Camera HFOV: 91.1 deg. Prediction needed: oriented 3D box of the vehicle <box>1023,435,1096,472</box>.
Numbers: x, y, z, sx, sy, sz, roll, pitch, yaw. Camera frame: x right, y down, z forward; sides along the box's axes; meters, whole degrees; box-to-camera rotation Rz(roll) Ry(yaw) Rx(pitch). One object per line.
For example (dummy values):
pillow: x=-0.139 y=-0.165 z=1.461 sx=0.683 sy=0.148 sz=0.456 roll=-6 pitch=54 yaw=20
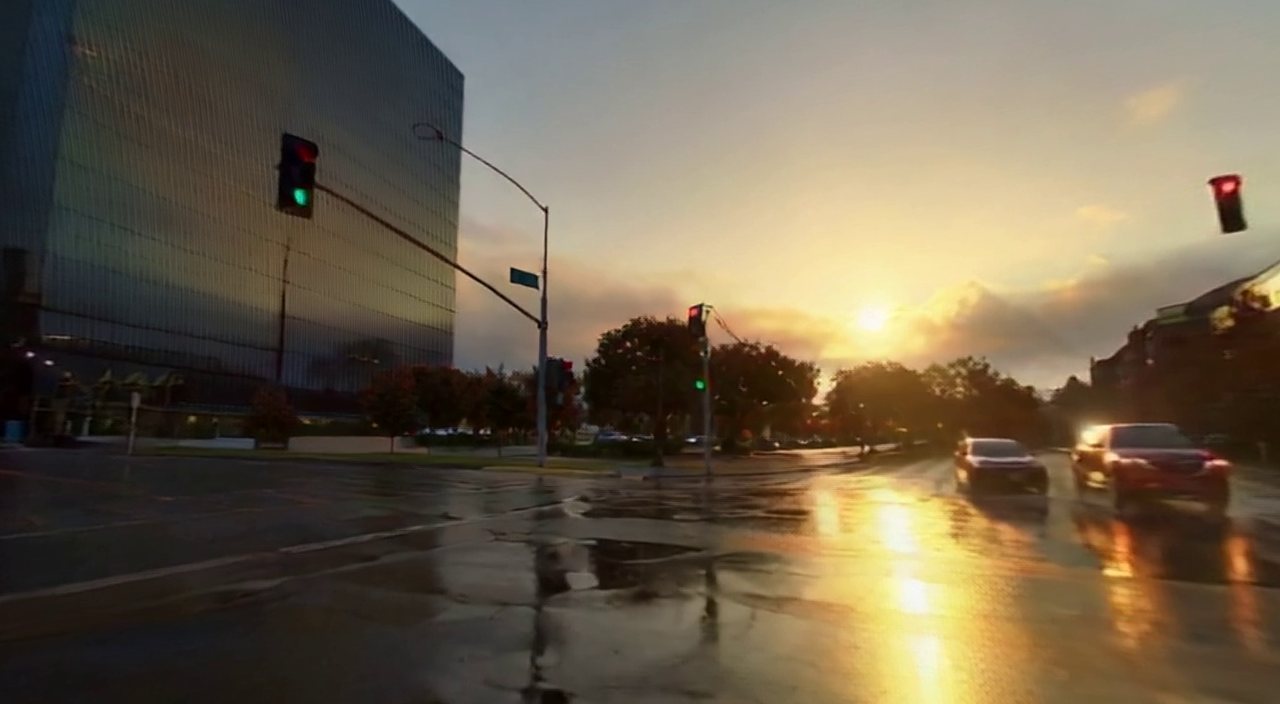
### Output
vehicle: x=17.938 y=4.334 z=27.045 sx=1.973 sy=1.456 sz=4.287 roll=-4 pitch=-9 yaw=26

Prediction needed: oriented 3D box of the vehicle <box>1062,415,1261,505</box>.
vehicle: x=11.675 y=2.432 z=14.558 sx=2.018 sy=1.699 sz=4.751 roll=-3 pitch=-9 yaw=21

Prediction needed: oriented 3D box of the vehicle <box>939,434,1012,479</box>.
vehicle: x=12.369 y=3.837 z=23.290 sx=2.068 sy=1.486 sz=4.664 roll=-4 pitch=-10 yaw=27
